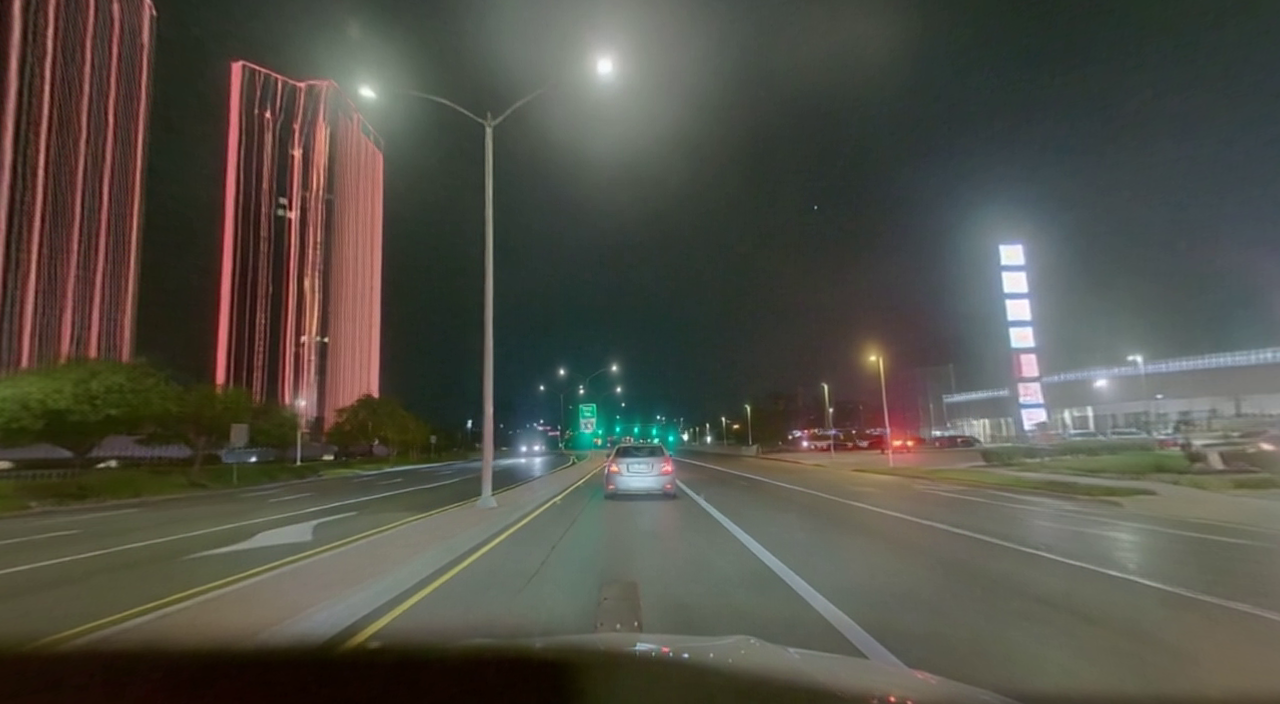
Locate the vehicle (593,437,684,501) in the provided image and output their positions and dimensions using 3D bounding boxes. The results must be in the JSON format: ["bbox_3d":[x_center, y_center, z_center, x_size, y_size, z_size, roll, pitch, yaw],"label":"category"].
[{"bbox_3d":[-0.073,3.026,16.736,2.126,1.475,3.967,0,-8,-1],"label":"vehicle"}]

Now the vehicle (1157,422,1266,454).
[{"bbox_3d":[32.889,5.009,36.402,1.868,1.675,4.527,0,-8,-3],"label":"vehicle"}]
